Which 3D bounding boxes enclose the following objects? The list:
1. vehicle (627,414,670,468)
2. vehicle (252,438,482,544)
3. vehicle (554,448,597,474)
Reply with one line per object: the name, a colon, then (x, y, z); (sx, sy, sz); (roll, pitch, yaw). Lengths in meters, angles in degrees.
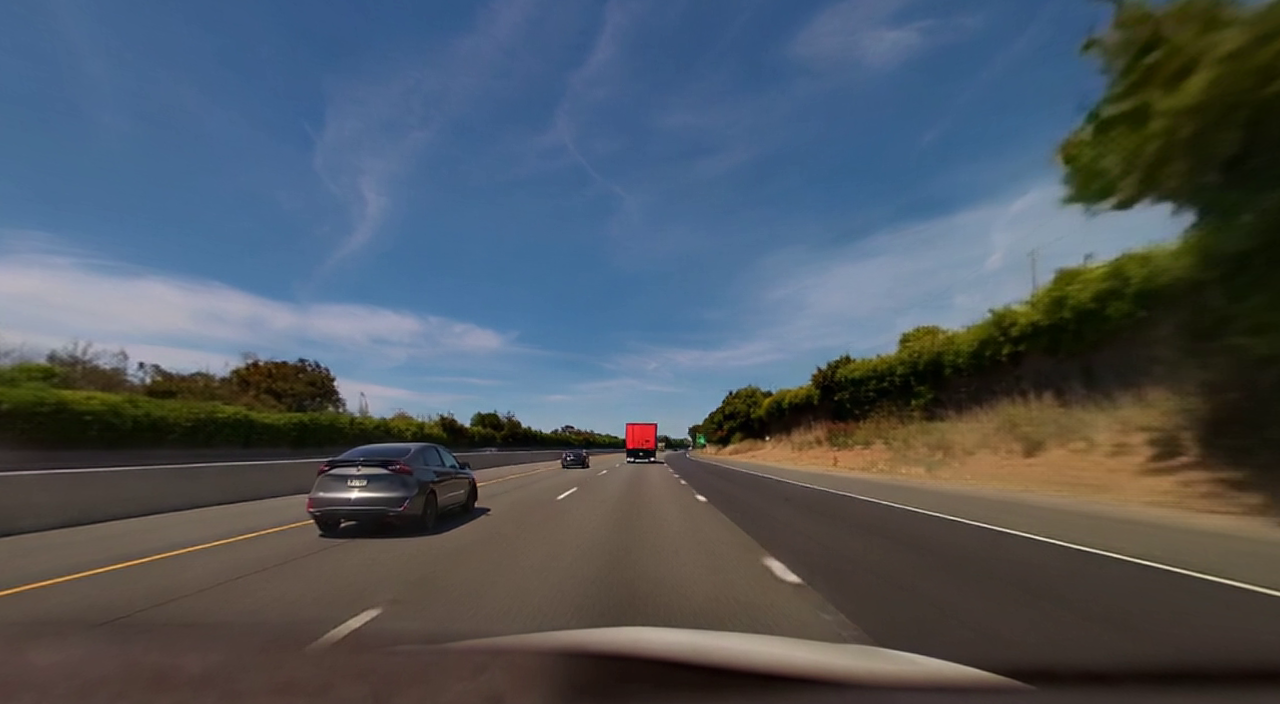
vehicle: (0.551, 6.738, 47.213); (2.893, 3.628, 9.081); (0, -9, 0)
vehicle: (-4.366, 2.286, 11.031); (2.010, 1.461, 4.391); (0, -9, 1)
vehicle: (-3.731, 6.362, 37.040); (1.981, 1.435, 4.199); (0, -9, 1)
